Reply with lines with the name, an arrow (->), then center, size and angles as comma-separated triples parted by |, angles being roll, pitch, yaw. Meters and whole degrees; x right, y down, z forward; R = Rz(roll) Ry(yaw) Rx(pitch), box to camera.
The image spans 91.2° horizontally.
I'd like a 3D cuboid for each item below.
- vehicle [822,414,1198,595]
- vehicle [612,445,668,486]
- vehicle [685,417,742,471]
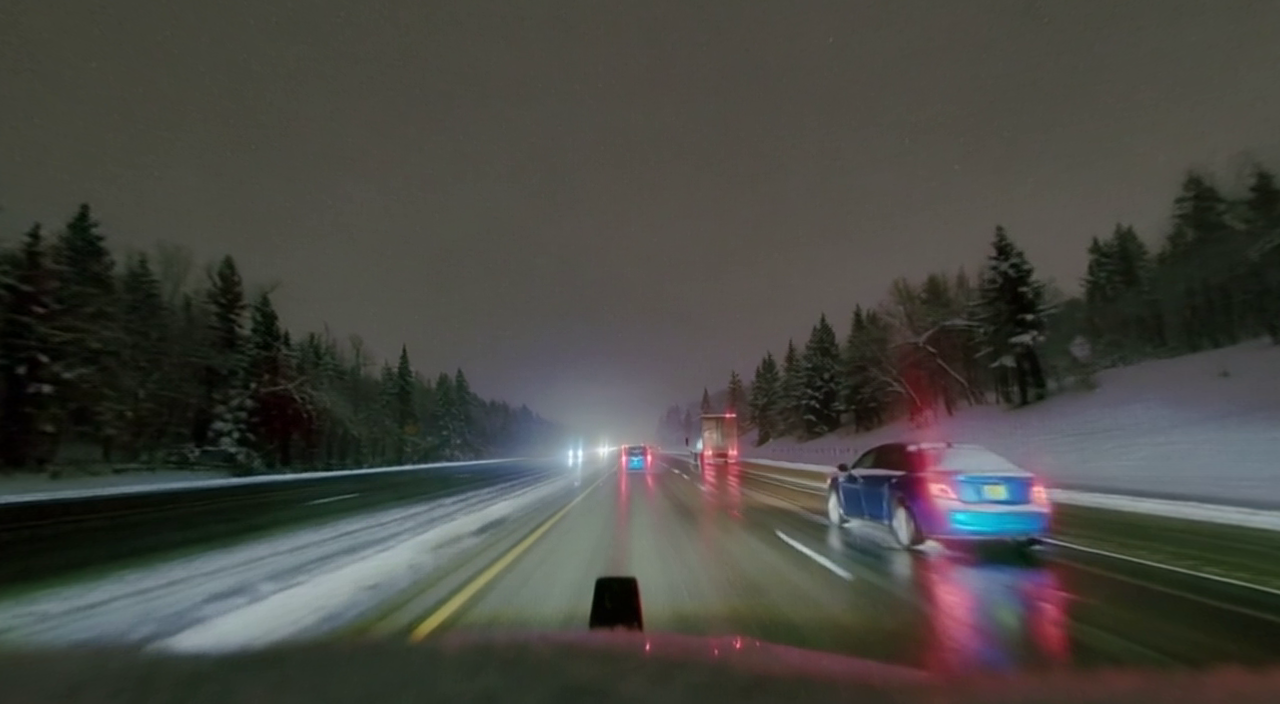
vehicle -> 3.826, 1.640, 7.558 | 1.953, 1.540, 4.101 | 0, -9, -1
vehicle -> -0.006, 4.508, 25.247 | 2.066, 1.490, 3.759 | 0, -9, 0
vehicle -> 4.683, 6.116, 41.481 | 2.791, 3.201, 7.145 | 0, -9, 0
